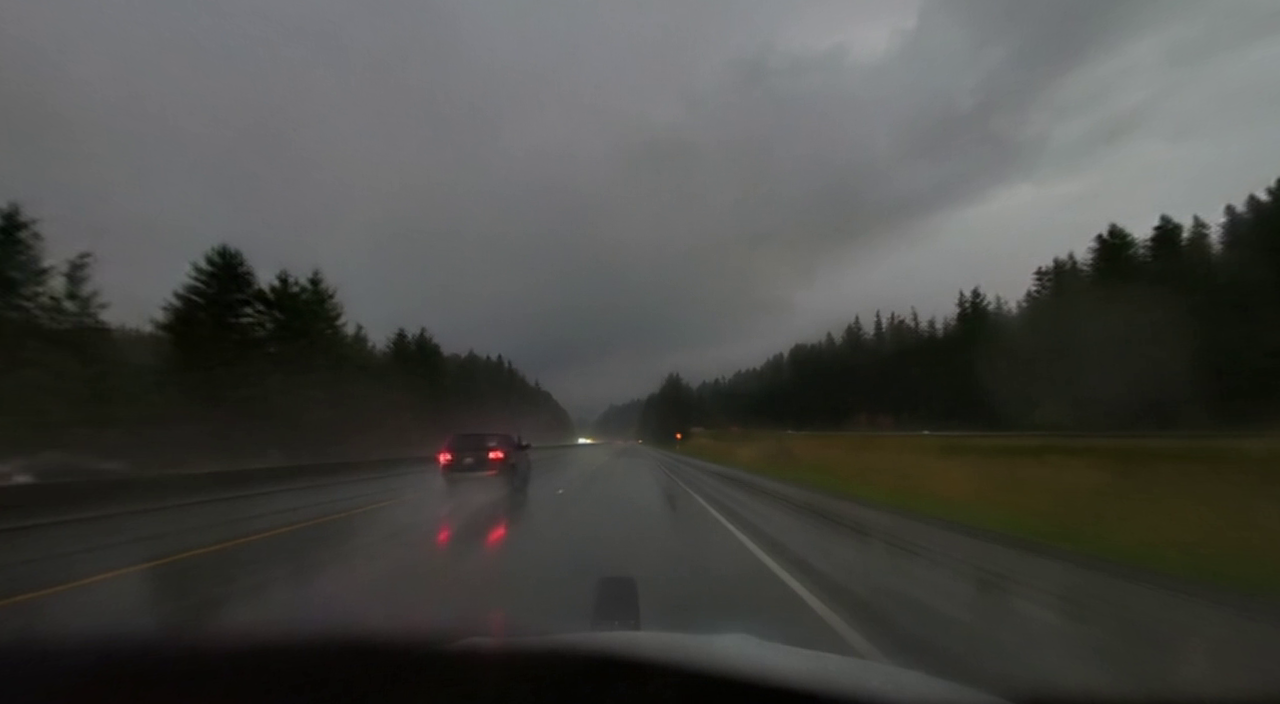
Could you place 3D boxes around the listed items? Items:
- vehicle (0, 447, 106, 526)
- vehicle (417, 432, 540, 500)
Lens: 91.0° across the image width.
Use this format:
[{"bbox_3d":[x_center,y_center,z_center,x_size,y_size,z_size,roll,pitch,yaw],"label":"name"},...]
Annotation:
[{"bbox_3d":[-12.661,2.515,11.741,1.896,1.424,4.056,0,-8,-2],"label":"vehicle"},{"bbox_3d":[-4.287,3.095,17.618,2.202,1.587,4.754,-1,-8,0],"label":"vehicle"}]
